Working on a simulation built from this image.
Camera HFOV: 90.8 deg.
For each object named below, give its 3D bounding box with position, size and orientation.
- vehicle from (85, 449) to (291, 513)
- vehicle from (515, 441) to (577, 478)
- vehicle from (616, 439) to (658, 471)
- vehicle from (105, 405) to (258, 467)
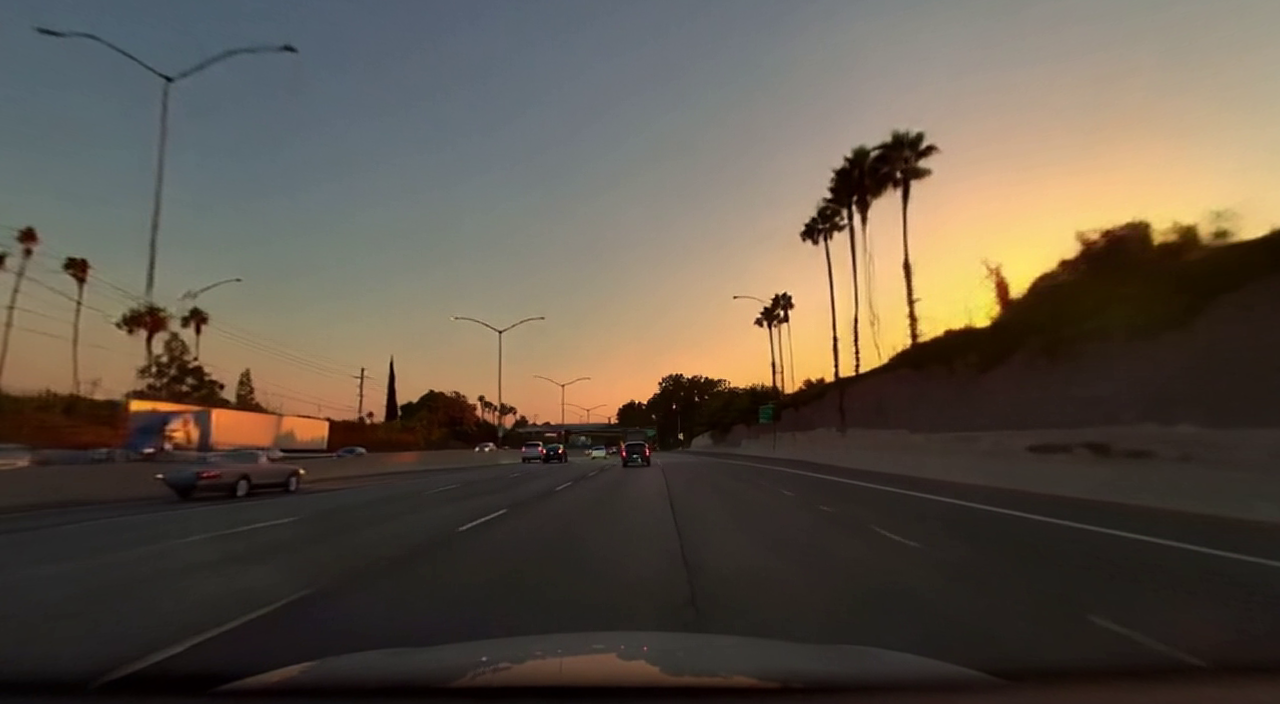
[{"bbox_3d":[-12.008,3.416,17.311,1.946,1.473,4.763,-1,-9,3],"label":"vehicle"},{"bbox_3d":[-4.464,5.189,30.772,2.204,1.677,4.438,0,-9,2],"label":"vehicle"},{"bbox_3d":[-0.122,5.750,35.450,2.201,1.672,4.128,0,-9,1],"label":"vehicle"},{"bbox_3d":[-32.611,6.153,45.770,3.163,4.010,9.911,-1,-9,3],"label":"vehicle"}]
